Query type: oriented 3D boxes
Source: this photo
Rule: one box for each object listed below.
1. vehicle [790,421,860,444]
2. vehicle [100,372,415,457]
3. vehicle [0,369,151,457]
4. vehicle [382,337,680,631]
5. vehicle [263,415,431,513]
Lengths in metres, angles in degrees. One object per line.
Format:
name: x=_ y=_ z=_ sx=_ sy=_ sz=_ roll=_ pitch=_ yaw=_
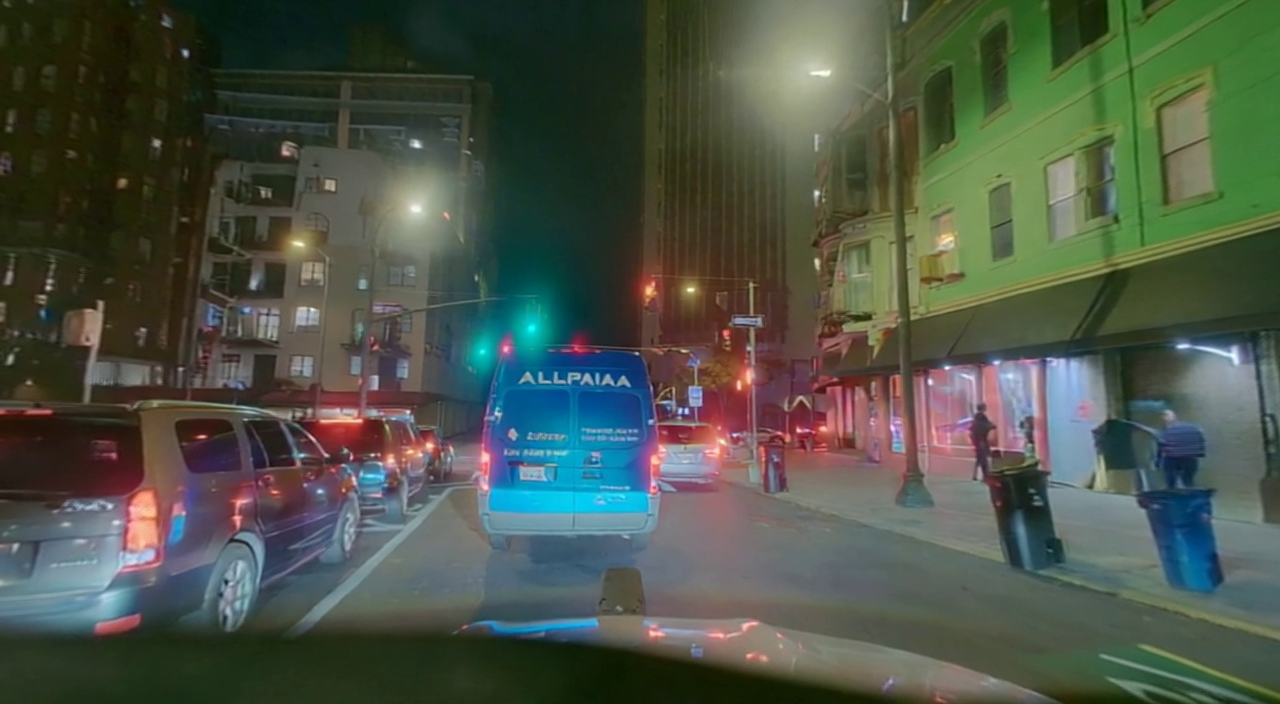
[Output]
vehicle: x=11.887 y=5.176 z=40.476 sx=3.885 sy=1.449 sz=1.757 roll=2 pitch=-8 yaw=-11
vehicle: x=-15.243 y=2.686 z=26.206 sx=10.606 sy=3.178 sz=3.014 roll=2 pitch=-8 yaw=-12
vehicle: x=-24.376 y=2.375 z=24.238 sx=8.088 sy=3.213 sz=2.801 roll=2 pitch=-8 yaw=-11
vehicle: x=-1.015 y=1.146 z=6.395 sx=1.951 sy=1.907 sz=4.266 roll=1 pitch=-8 yaw=-9
vehicle: x=-5.061 y=1.945 z=11.415 sx=1.841 sy=1.461 sz=3.426 roll=1 pitch=-8 yaw=-9
